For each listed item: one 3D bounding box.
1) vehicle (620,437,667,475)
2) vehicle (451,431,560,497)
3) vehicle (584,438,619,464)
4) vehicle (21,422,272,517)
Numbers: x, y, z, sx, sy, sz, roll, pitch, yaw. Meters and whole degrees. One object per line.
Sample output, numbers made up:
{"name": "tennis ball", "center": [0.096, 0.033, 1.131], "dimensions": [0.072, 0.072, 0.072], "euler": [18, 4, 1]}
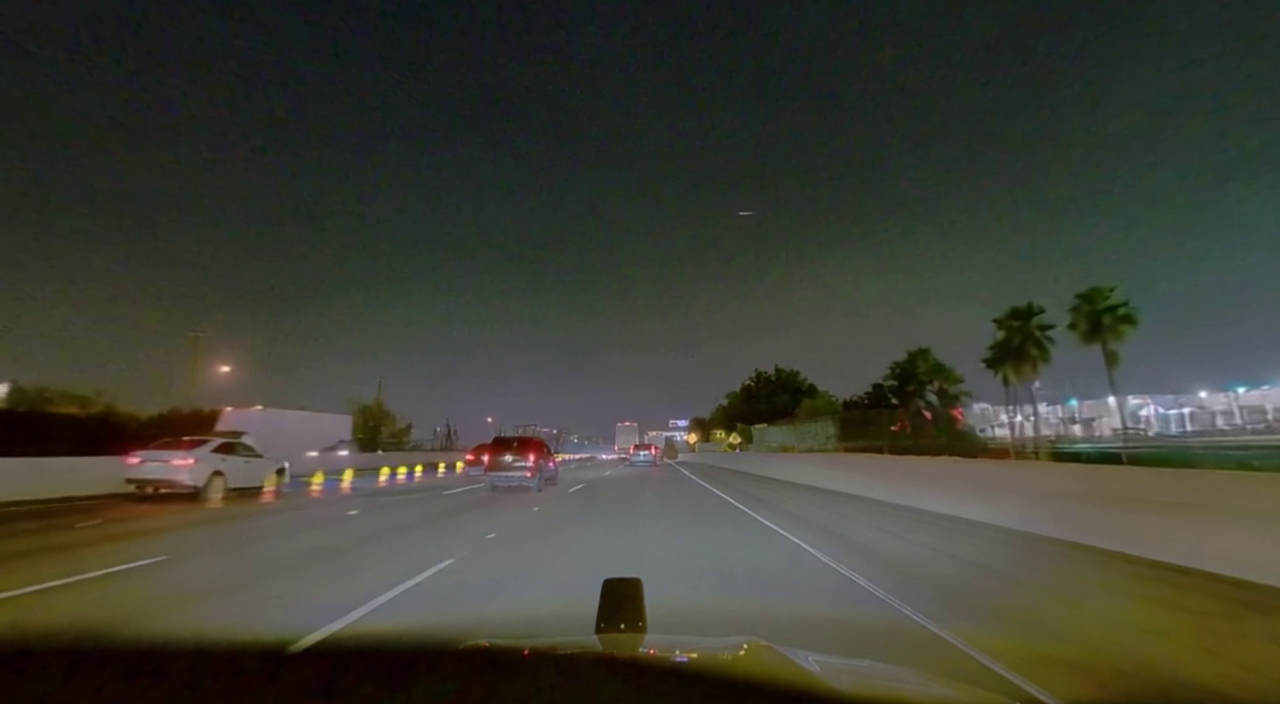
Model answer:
{"name": "vehicle", "center": [0.206, 5.044, 30.787], "dimensions": [2.136, 1.678, 4.052], "euler": [0, -8, 2]}
{"name": "vehicle", "center": [-3.861, 3.301, 19.012], "dimensions": [2.108, 1.740, 4.549], "euler": [-1, -8, 2]}
{"name": "vehicle", "center": [-2.949, 7.740, 49.463], "dimensions": [2.203, 1.958, 4.848], "euler": [-1, -8, 3]}
{"name": "vehicle", "center": [-10.945, 2.619, 14.588], "dimensions": [2.007, 1.815, 4.558], "euler": [0, -8, 2]}
